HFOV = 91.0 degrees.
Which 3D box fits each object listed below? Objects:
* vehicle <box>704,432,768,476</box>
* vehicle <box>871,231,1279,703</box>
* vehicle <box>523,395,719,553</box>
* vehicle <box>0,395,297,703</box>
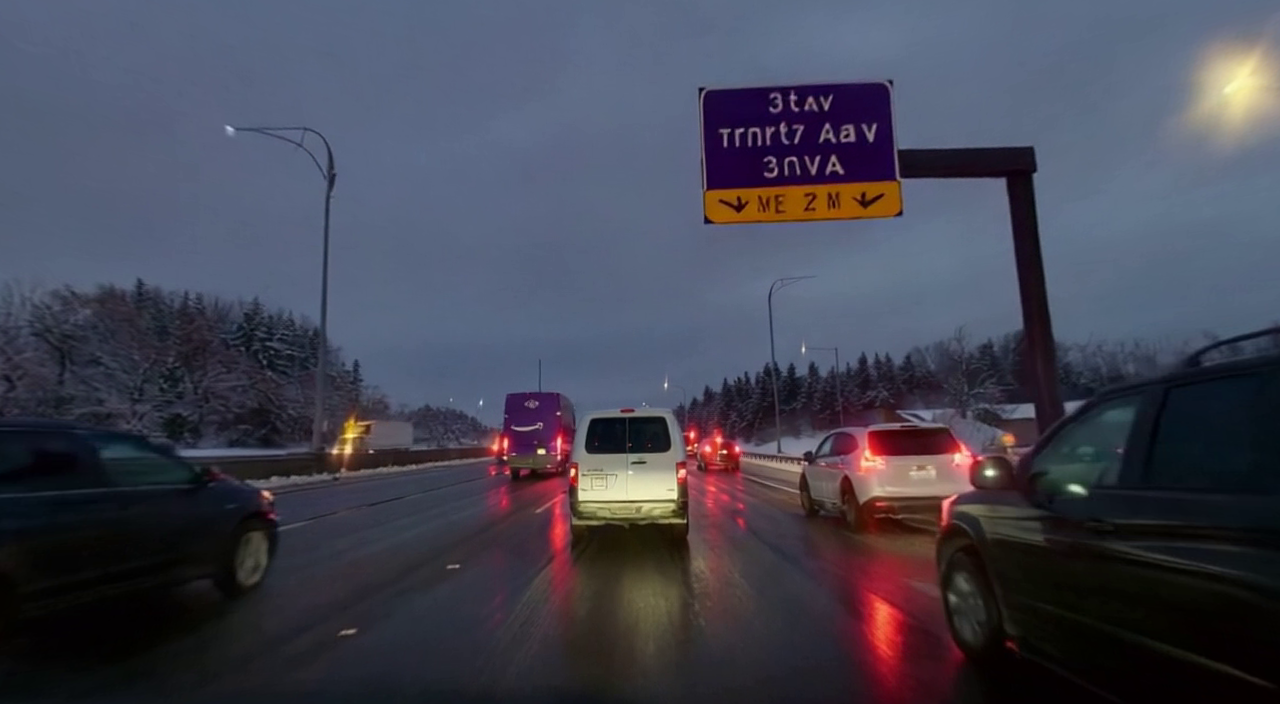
[{"bbox_3d":[3.997,4.344,27.032,2.064,1.720,4.416,0,-8,0],"label":"vehicle"},{"bbox_3d":[2.984,0.683,2.221,2.341,1.890,5.144,0,-8,0],"label":"vehicle"},{"bbox_3d":[-0.222,1.748,9.623,2.287,1.823,4.369,0,-8,0],"label":"vehicle"},{"bbox_3d":[-4.083,1.003,3.346,1.983,1.496,4.371,0,-8,1],"label":"vehicle"}]
